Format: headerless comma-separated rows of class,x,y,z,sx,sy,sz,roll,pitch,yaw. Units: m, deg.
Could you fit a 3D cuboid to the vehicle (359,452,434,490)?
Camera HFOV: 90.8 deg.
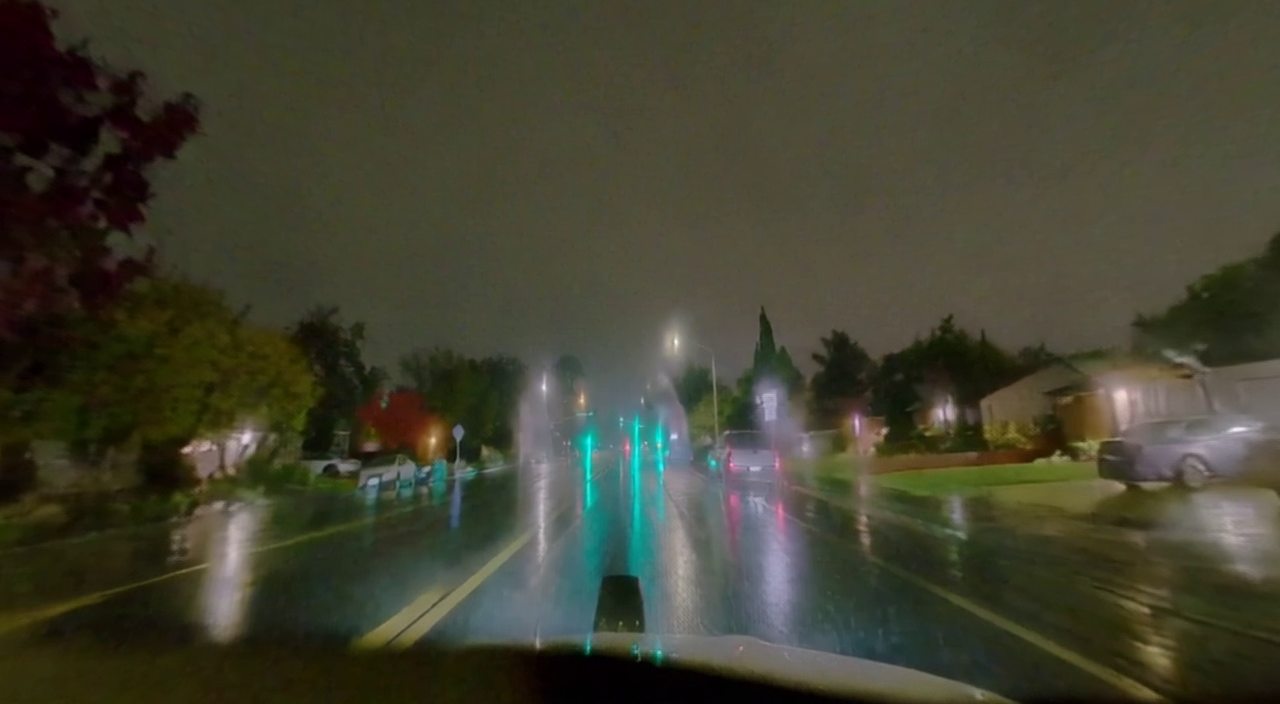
vehicle,-11.084,5.409,29.104,1.815,1.532,4.517,1,-8,-2

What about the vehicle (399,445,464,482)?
vehicle,-11.086,5.932,33.997,1.981,1.790,4.682,0,-8,-1

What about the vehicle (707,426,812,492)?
vehicle,3.845,3.604,21.698,2.319,1.938,5.961,1,-8,-2

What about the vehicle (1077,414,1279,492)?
vehicle,12.353,2.125,13.395,4.627,1.500,2.046,0,-8,-1

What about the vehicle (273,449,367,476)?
vehicle,-19.306,6.675,38.246,4.569,1.498,2.072,0,-8,0
